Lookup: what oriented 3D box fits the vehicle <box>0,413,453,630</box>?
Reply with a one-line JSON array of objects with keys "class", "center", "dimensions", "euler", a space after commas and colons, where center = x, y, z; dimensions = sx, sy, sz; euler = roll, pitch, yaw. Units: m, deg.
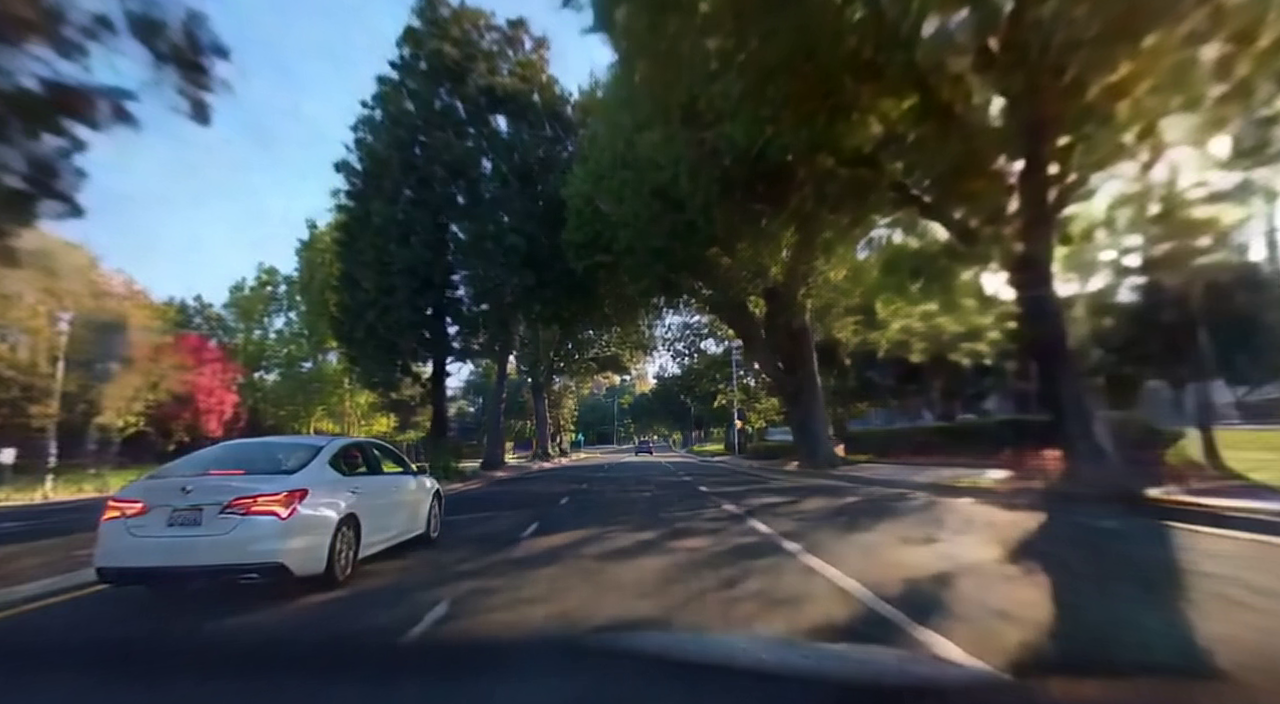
[{"class": "vehicle", "center": [-3.626, 1.526, 6.699], "dimensions": [1.915, 1.521, 4.283], "euler": [0, -8, 1]}]
